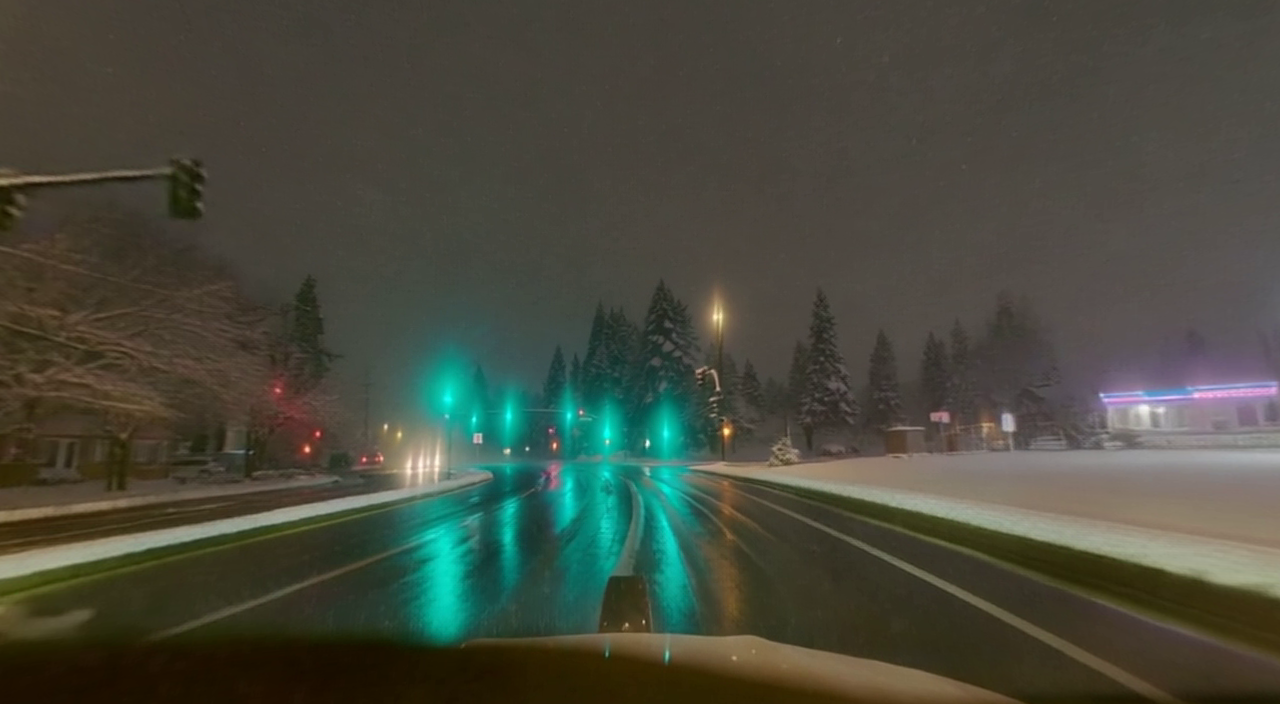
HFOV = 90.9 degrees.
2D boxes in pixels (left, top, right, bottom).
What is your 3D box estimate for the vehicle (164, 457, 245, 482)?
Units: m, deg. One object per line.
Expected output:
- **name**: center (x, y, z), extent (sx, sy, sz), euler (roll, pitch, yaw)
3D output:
- **vehicle**: center (-31.862, 8.562, 46.162), extent (4.559, 1.608, 1.961), euler (-2, -8, 5)
